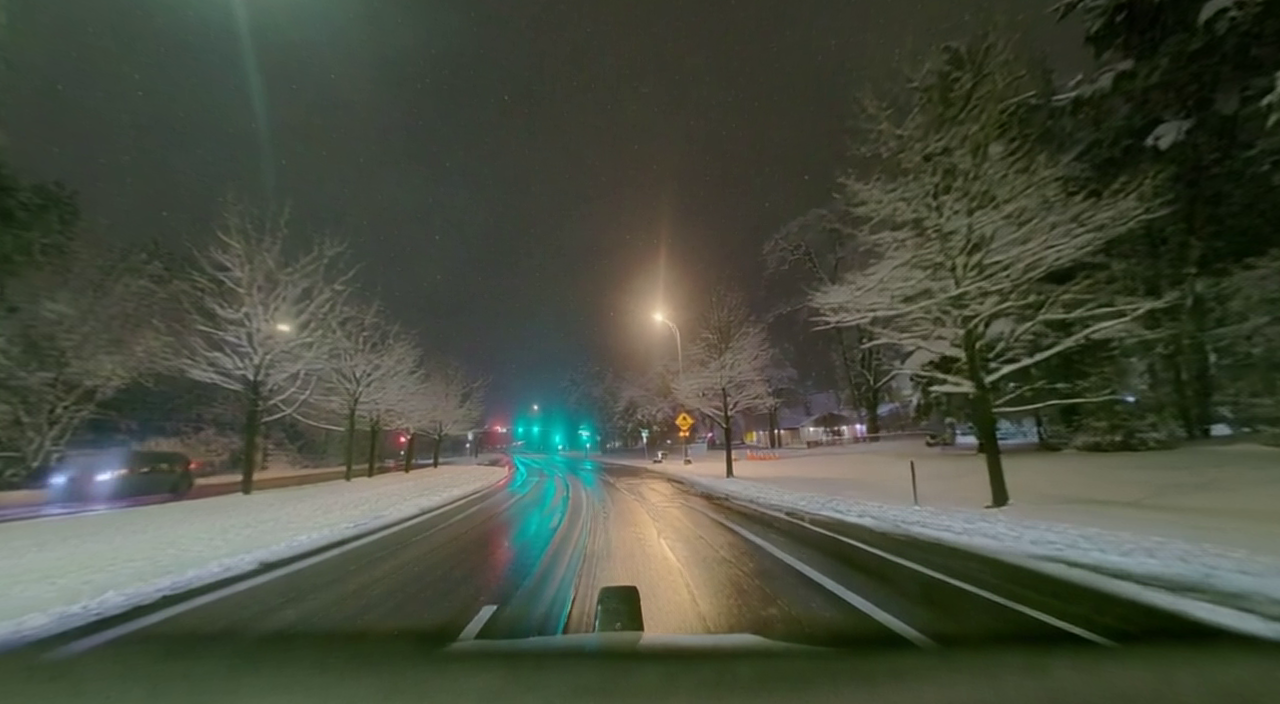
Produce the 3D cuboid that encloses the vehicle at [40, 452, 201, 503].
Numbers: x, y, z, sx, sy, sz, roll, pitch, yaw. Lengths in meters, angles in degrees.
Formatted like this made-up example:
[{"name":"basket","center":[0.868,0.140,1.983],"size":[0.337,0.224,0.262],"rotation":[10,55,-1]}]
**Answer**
[{"name":"vehicle","center":[-20.198,4.850,24.967],"size":[2.045,1.797,5.228],"rotation":[1,-9,-3]}]
